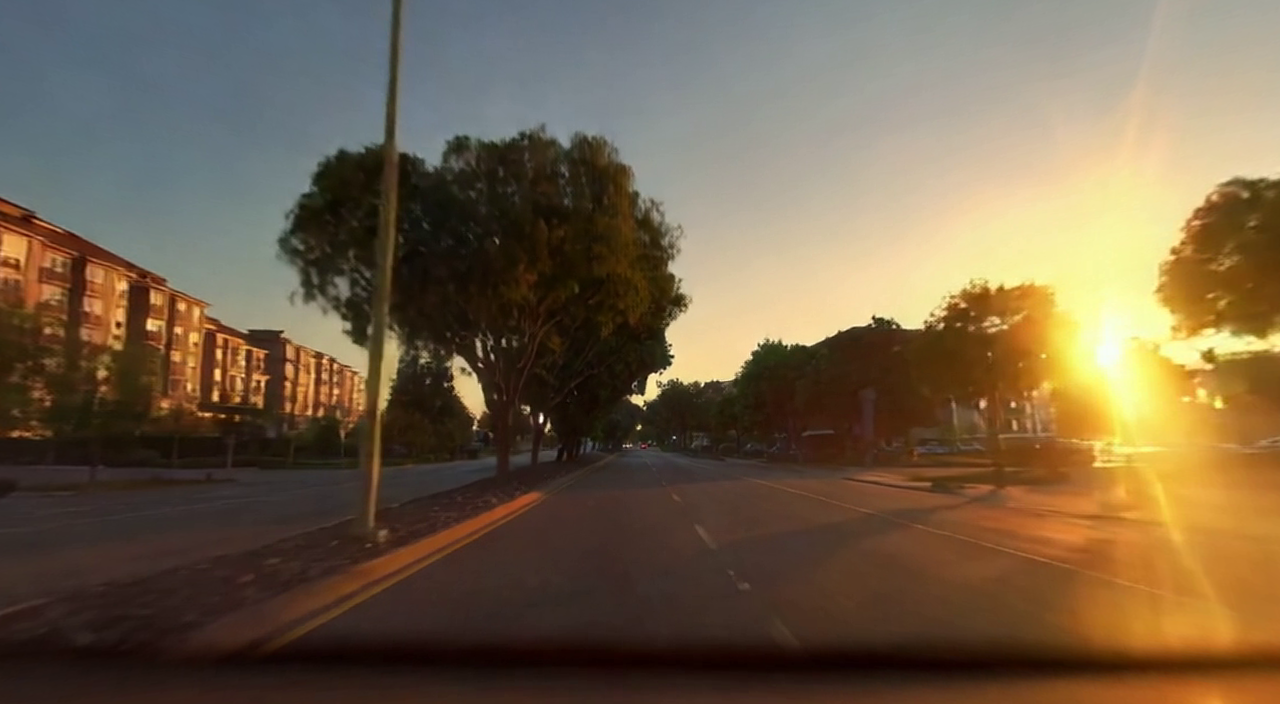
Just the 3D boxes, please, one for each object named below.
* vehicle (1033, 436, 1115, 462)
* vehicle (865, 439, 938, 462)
[{"bbox_3d":[29.260,6.511,42.635,4.279,1.648,1.982,1,-9,-10],"label":"vehicle"},{"bbox_3d":[20.123,7.627,48.793,4.661,1.710,2.127,0,-9,-1],"label":"vehicle"}]
